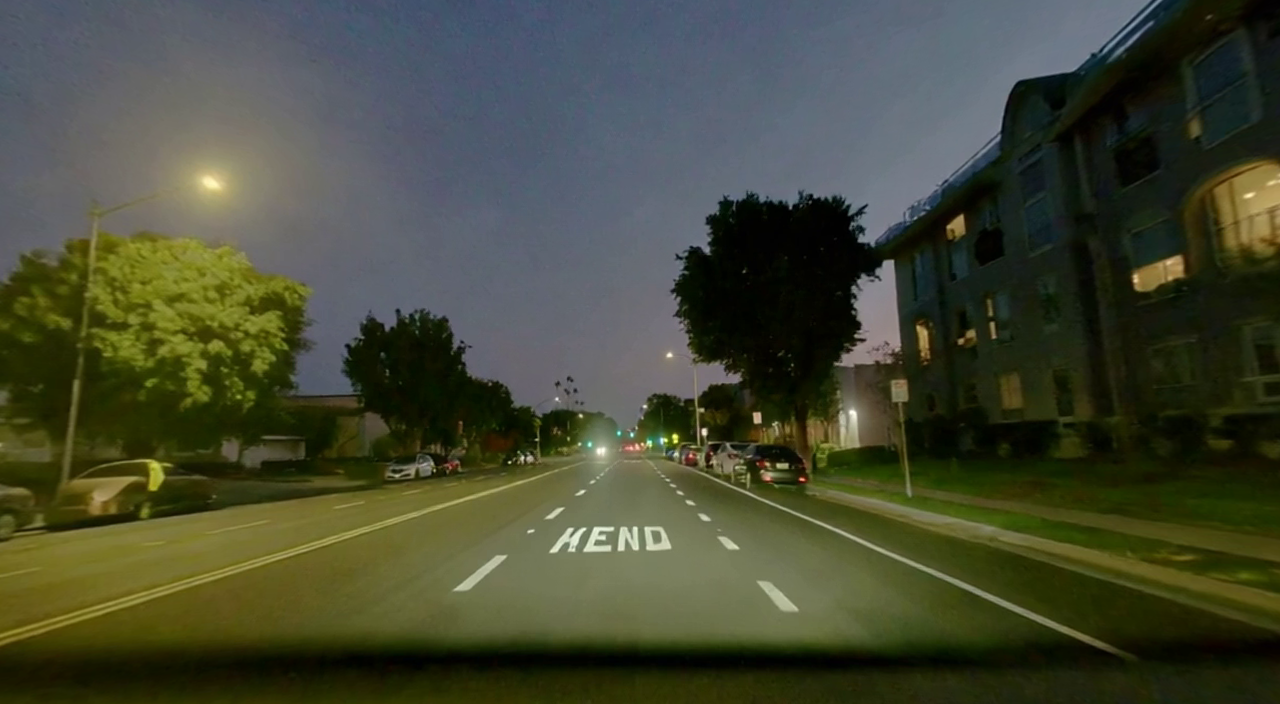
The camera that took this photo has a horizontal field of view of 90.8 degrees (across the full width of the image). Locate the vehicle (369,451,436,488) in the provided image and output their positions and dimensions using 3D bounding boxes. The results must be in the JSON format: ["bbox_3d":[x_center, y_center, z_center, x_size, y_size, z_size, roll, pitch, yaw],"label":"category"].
[{"bbox_3d":[-13.826,6.836,37.134,2.220,1.747,4.980,-3,-8,-3],"label":"vehicle"}]

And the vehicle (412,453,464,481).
[{"bbox_3d":[-14.231,8.129,44.827,2.239,1.645,4.700,-3,-8,-1],"label":"vehicle"}]

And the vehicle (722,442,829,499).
[{"bbox_3d":[3.911,3.510,19.184,2.100,1.478,4.816,0,-8,-1],"label":"vehicle"}]

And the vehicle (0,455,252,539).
[{"bbox_3d":[-13.924,3.882,17.861,2.073,1.844,6.074,0,-8,0],"label":"vehicle"}]
